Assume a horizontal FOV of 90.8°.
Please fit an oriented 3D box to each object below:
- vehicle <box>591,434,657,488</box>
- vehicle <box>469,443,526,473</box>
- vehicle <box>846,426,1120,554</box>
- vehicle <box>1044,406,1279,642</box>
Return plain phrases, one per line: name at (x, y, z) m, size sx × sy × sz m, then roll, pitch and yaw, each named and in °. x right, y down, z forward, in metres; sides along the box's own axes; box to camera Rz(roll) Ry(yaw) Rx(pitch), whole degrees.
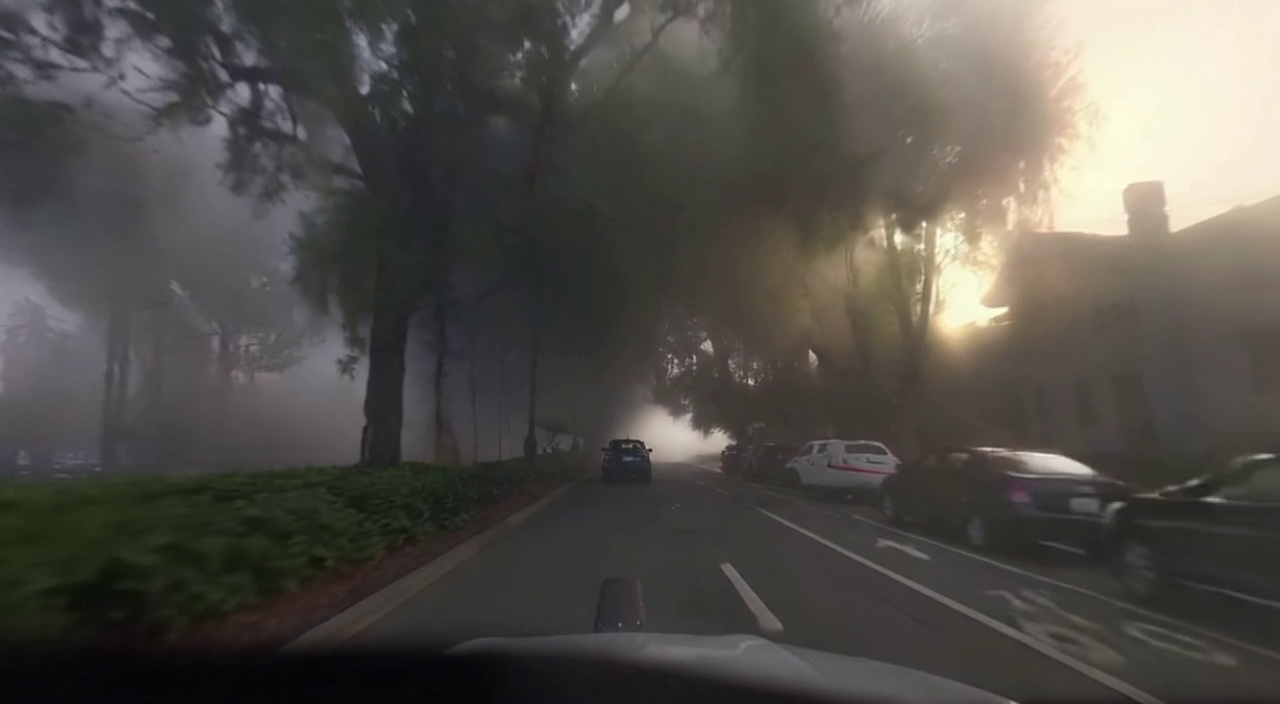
vehicle at (-0.544, 3.735, 21.966) m, size 2.070 × 1.698 × 3.925 m, roll 0°, pitch -9°, yaw -1°
vehicle at (-7.591, 5.667, 34.082) m, size 2.105 × 1.474 × 4.808 m, roll 0°, pitch -8°, yaw -2°
vehicle at (5.392, 2.205, 10.867) m, size 2.018 × 1.708 × 4.541 m, roll 0°, pitch -9°, yaw -2°
vehicle at (5.776, 1.319, 4.931) m, size 1.930 × 1.752 × 5.039 m, roll 0°, pitch -9°, yaw 1°
